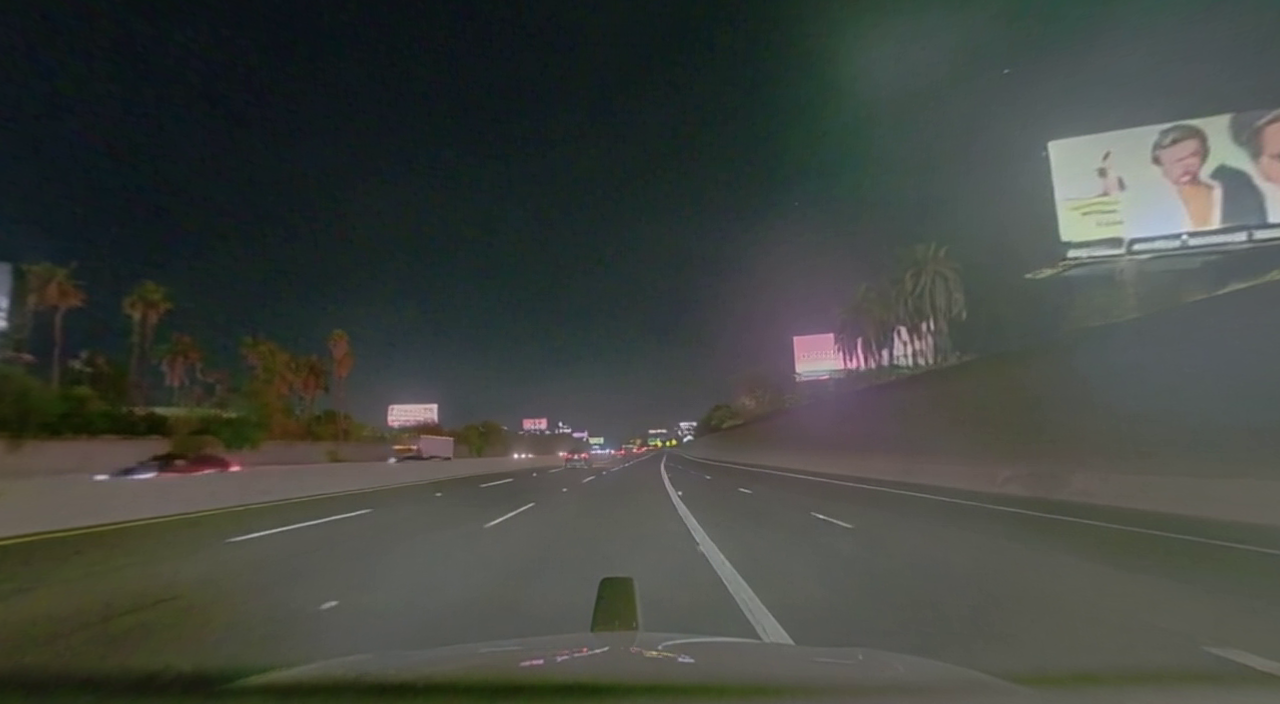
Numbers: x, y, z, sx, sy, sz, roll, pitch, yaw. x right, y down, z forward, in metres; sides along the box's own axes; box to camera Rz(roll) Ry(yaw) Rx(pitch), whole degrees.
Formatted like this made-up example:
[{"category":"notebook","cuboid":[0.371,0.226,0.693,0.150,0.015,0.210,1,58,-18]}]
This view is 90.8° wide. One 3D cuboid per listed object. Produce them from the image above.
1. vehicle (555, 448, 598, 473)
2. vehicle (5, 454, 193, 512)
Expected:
[{"category":"vehicle","cuboid":[-3.912,6.762,39.795,2.078,1.457,4.648,0,-9,2]},{"category":"vehicle","cuboid":[-15.478,3.723,18.408,2.001,1.437,3.855,0,-9,0]}]
